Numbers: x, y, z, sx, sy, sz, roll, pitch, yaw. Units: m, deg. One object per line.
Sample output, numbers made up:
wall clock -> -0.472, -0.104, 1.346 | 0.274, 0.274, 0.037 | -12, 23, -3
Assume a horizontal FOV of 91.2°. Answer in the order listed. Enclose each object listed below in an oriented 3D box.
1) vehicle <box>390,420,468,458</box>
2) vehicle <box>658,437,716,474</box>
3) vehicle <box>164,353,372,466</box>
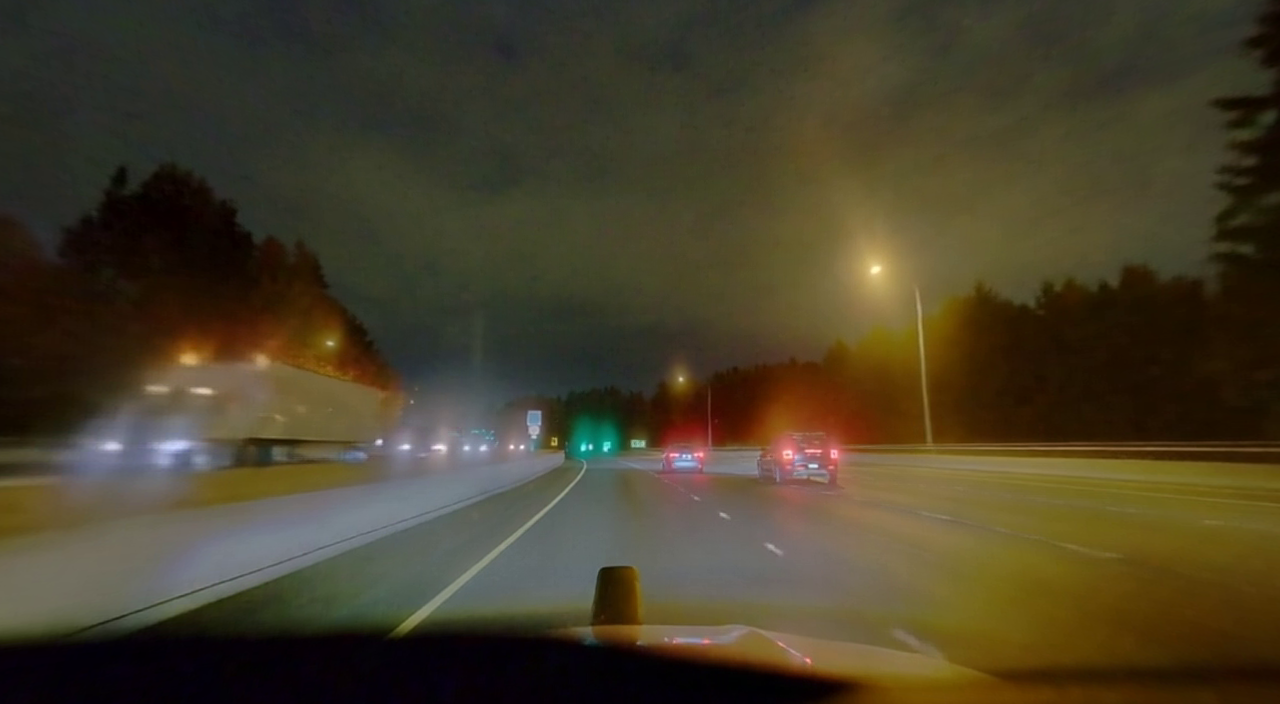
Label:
vehicle -> -9.880, 4.173, 29.842 | 2.221, 1.667, 4.696 | 0, -9, -2
vehicle -> 2.189, 5.025, 30.461 | 2.337, 1.633, 4.222 | 0, -9, -2
vehicle -> -13.878, 2.524, 24.664 | 2.932, 3.621, 8.904 | 0, -9, -2
